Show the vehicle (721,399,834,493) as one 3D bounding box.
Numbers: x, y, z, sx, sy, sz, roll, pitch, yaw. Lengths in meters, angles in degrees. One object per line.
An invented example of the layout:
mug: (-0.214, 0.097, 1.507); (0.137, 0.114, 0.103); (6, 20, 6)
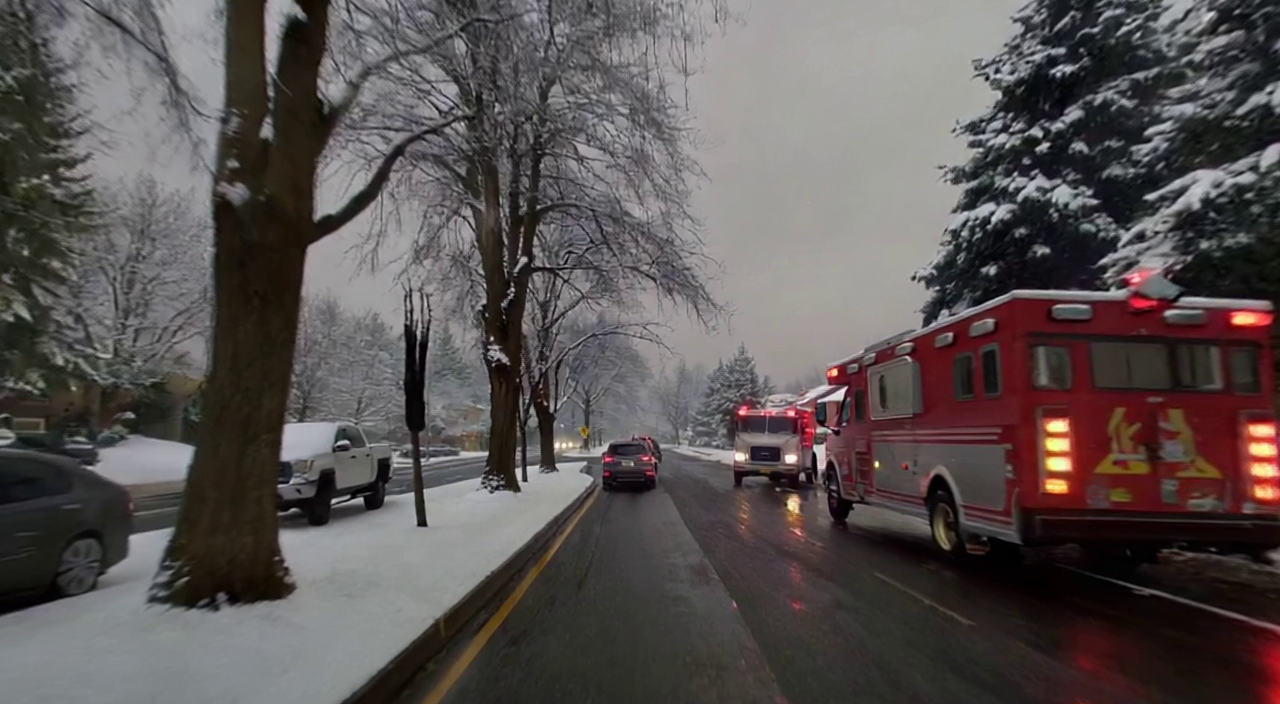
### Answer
vehicle: (5.126, 3.403, 22.794); (2.654, 2.824, 5.794); (-7, -10, 23)

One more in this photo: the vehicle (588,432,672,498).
vehicle: (-0.206, 3.115, 17.780); (2.106, 1.655, 3.717); (0, -8, 1)

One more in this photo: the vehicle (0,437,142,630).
vehicle: (-5.861, 1.240, 3.837); (1.969, 1.457, 4.532); (0, -8, 0)

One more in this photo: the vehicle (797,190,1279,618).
vehicle: (5.160, 1.121, 9.448); (2.885, 3.246, 9.408); (0, -10, -2)

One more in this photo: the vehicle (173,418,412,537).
vehicle: (-6.434, 2.365, 12.597); (2.165, 1.876, 4.903); (0, -8, -3)
